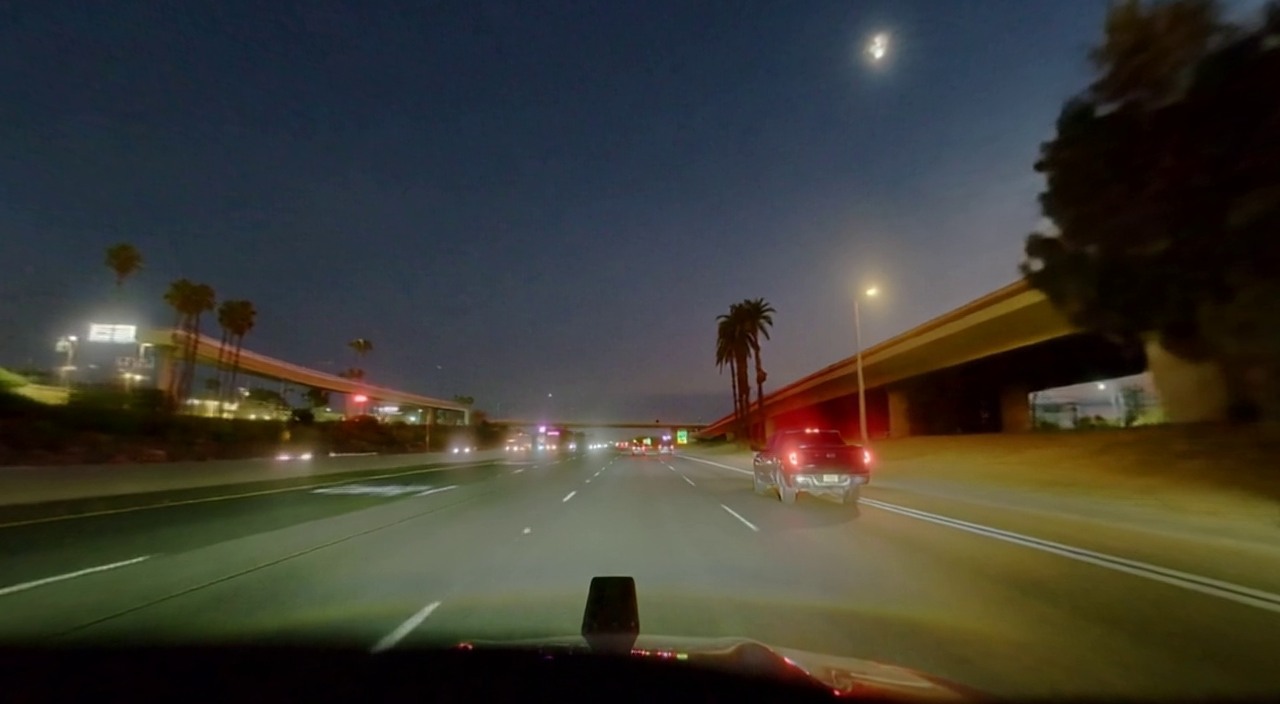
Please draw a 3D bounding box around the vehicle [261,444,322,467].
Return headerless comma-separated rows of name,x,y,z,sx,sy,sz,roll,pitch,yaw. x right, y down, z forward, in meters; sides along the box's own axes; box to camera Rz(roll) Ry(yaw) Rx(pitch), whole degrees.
vehicle,-25.110,7.446,45.679,1.847,1.534,4.527,0,-8,0
